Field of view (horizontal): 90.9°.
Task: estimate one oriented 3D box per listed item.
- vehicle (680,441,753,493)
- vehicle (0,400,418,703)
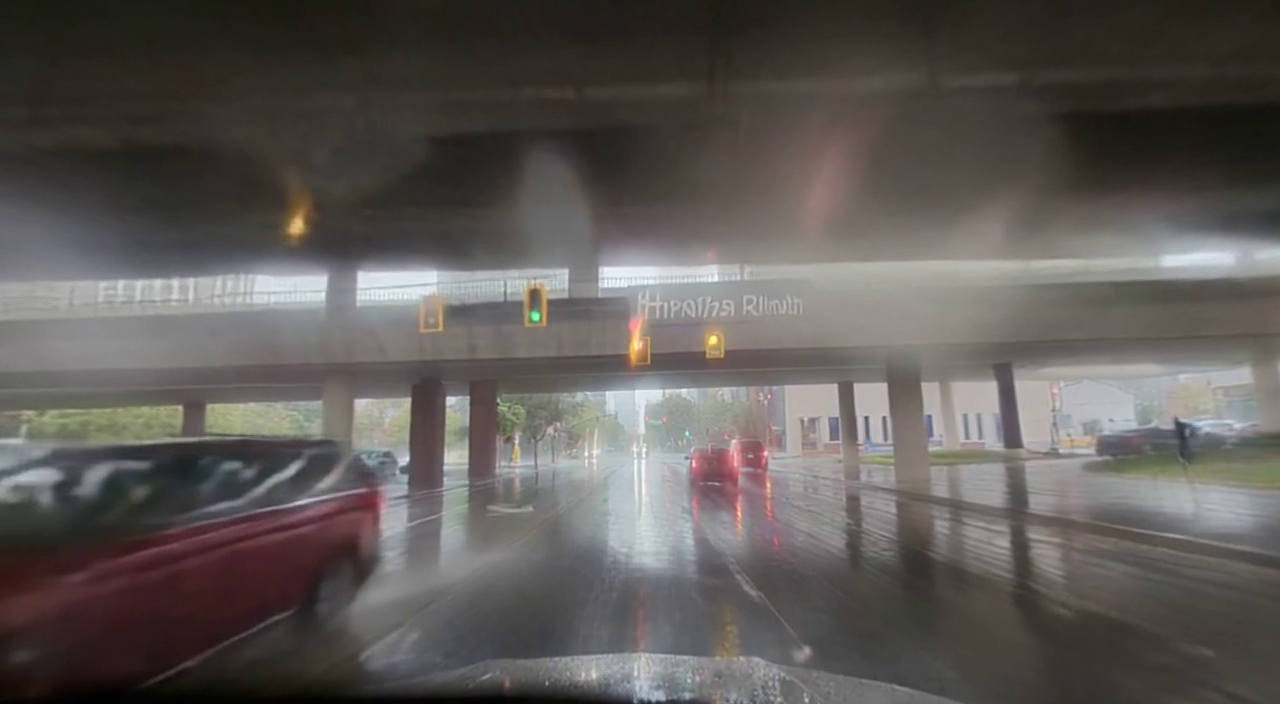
[{"bbox_3d":[2.473,3.837,21.389,1.947,1.576,3.825,0,-9,0],"label":"vehicle"},{"bbox_3d":[-3.153,1.272,3.851,2.076,1.653,4.152,0,-9,0],"label":"vehicle"}]
